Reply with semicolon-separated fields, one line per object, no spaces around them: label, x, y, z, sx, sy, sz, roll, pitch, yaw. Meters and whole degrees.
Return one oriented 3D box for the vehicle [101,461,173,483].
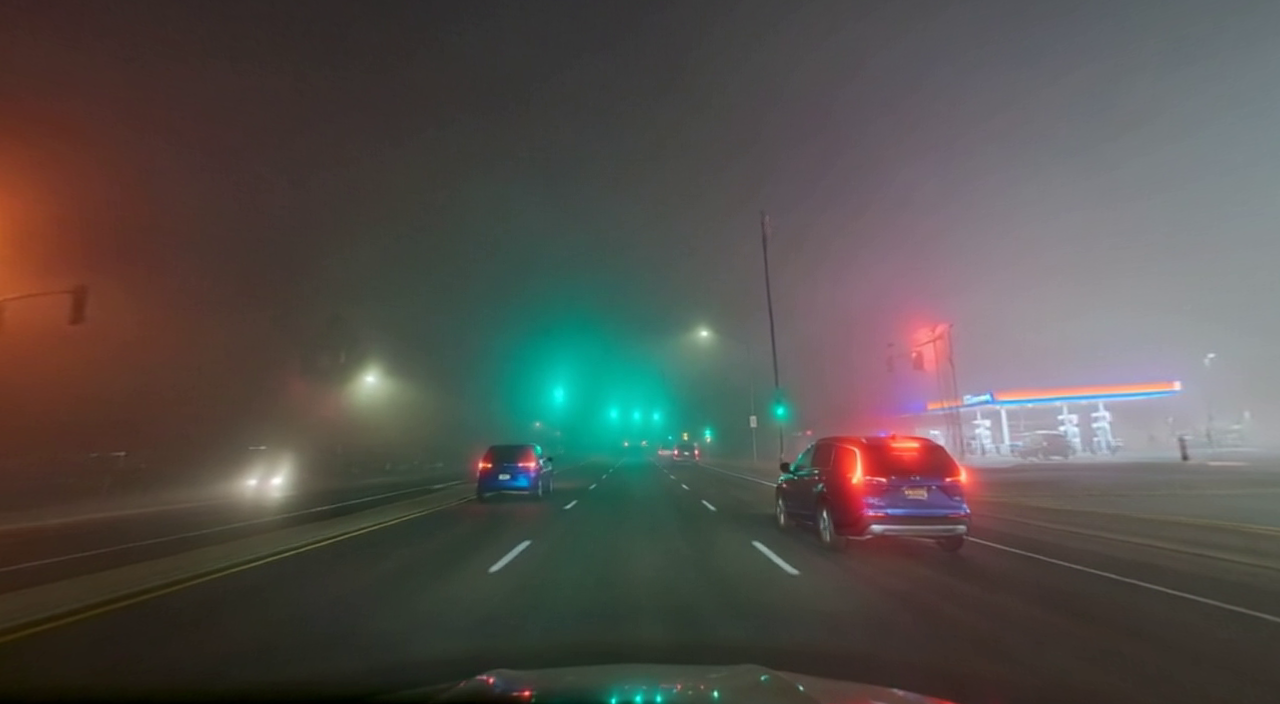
vehicle;-39.642;9.459;49.944;1.814;1.452;4.845;0;-8;-2

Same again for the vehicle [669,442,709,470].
vehicle;3.049;6.598;40.318;2.066;1.699;4.419;0;-8;-2

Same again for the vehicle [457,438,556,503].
vehicle;-3.662;3.318;18.105;1.935;1.617;4.045;0;-8;0

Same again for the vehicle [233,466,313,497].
vehicle;-20.794;7.323;36.038;1.849;1.497;4.444;0;-8;1

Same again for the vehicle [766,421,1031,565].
vehicle;3.478;1.984;9.684;2.085;1.655;4.459;0;-8;-1
